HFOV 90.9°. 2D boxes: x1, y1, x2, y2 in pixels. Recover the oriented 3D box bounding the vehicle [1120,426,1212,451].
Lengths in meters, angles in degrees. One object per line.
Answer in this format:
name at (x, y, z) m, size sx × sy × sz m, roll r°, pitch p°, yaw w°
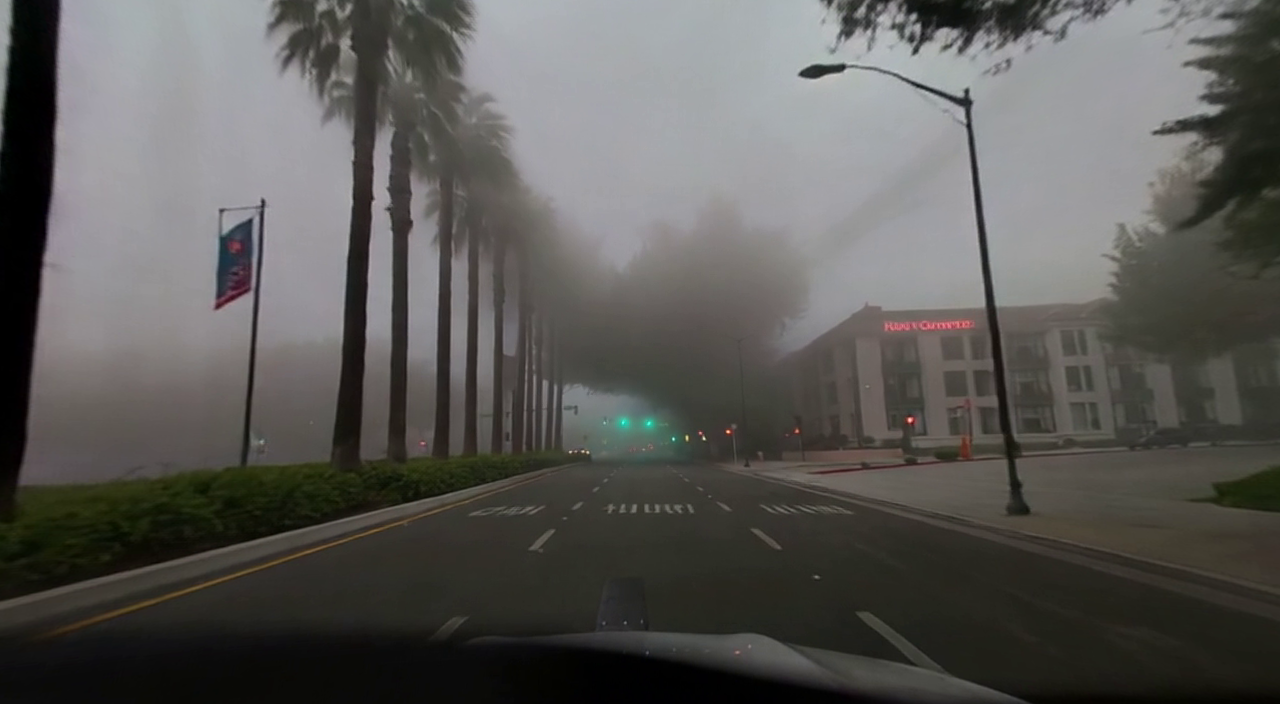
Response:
vehicle at (34.471, 5.718, 41.458) m, size 1.820 × 1.571 × 4.697 m, roll 0°, pitch -8°, yaw -3°
